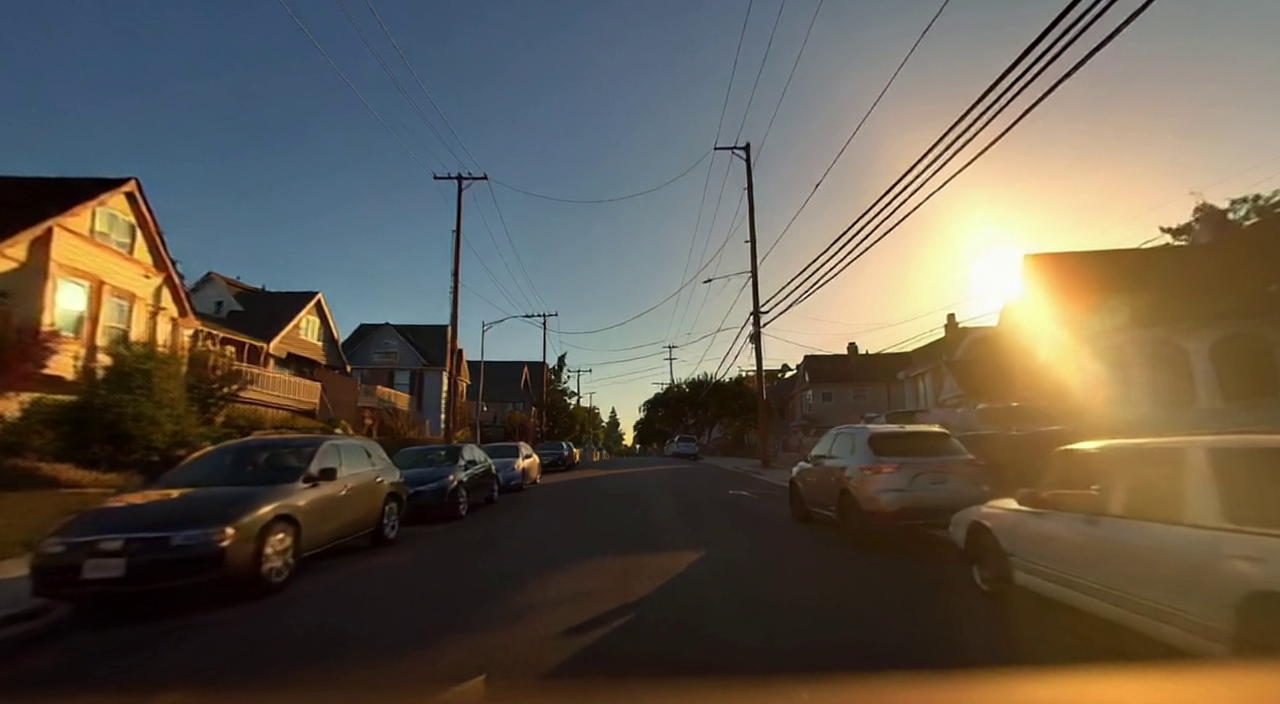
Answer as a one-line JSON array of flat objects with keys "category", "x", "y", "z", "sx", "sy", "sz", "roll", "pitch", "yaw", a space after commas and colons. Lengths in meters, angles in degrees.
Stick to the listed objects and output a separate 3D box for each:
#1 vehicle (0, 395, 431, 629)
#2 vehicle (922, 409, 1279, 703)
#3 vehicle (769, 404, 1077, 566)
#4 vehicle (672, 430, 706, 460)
[{"category": "vehicle", "x": -4.186, "y": 1.613, "z": 7.252, "sx": 2.031, "sy": 1.708, "sz": 4.746, "roll": -2, "pitch": -9, "yaw": -1}, {"category": "vehicle", "x": 3.652, "y": 1.119, "z": 3.725, "sx": 2.083, "sy": 1.407, "sz": 4.506, "roll": 0, "pitch": -8, "yaw": 3}, {"category": "vehicle", "x": 3.405, "y": 1.695, "z": 8.815, "sx": 1.957, "sy": 1.644, "sz": 4.433, "roll": 1, "pitch": -8, "yaw": -4}, {"category": "vehicle", "x": 3.774, "y": 7.296, "z": 49.397, "sx": 2.343, "sy": 2.229, "sz": 4.199, "roll": 0, "pitch": -8, "yaw": 0}]
